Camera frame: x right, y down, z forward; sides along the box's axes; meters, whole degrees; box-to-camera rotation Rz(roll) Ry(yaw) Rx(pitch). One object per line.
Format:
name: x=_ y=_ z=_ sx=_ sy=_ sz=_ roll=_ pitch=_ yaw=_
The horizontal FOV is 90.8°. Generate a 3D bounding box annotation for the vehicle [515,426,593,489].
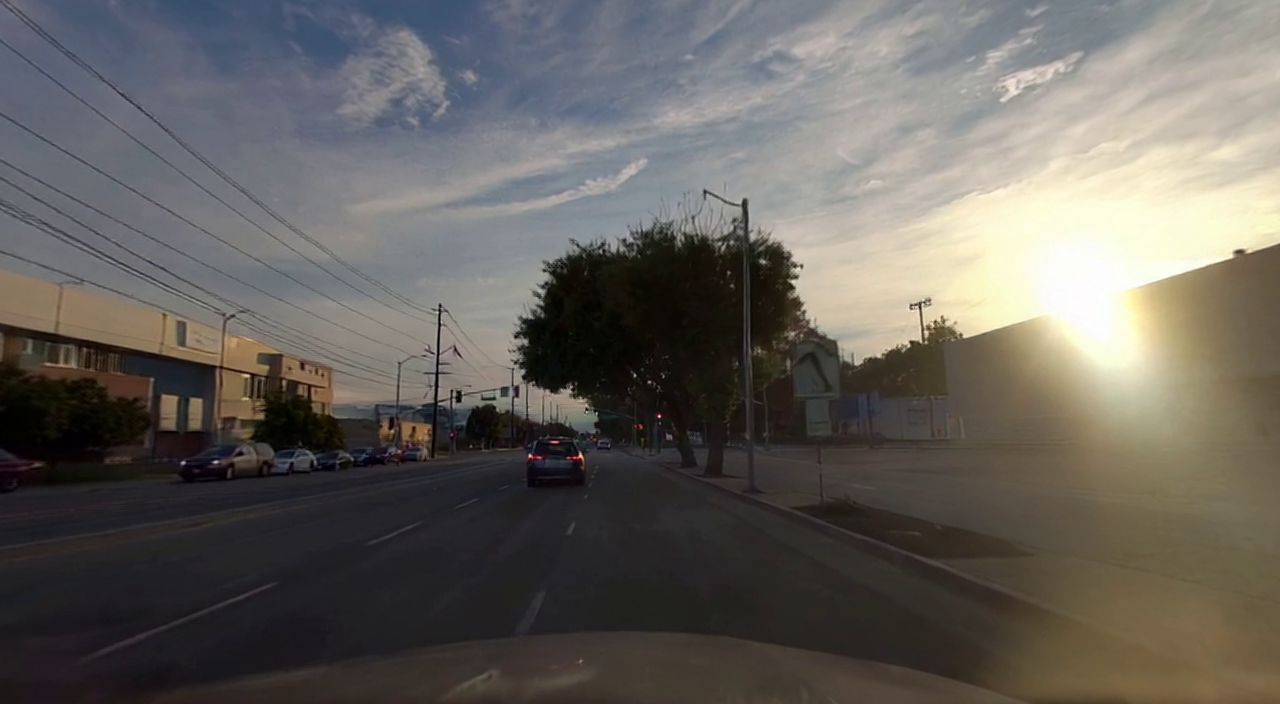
vehicle: x=-2.562 y=3.278 z=19.868 sx=2.022 sy=1.757 sz=4.041 roll=0 pitch=-8 yaw=-2

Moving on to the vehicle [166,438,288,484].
vehicle: x=-21.582 y=5.691 z=33.468 sx=2.369 sy=2.159 sz=6.388 roll=0 pitch=-8 yaw=-3

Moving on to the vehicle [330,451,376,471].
vehicle: x=-22.553 y=8.544 z=49.803 sx=1.790 sy=1.415 sz=4.450 roll=1 pitch=-8 yaw=-4
